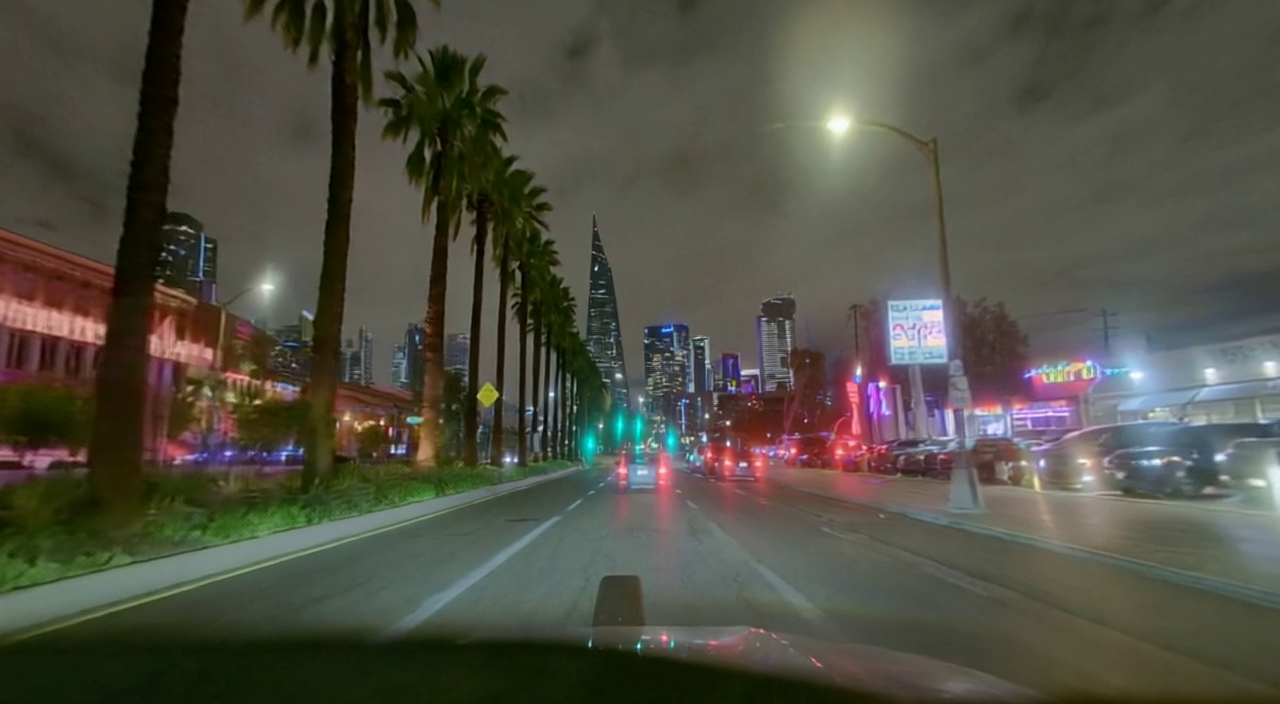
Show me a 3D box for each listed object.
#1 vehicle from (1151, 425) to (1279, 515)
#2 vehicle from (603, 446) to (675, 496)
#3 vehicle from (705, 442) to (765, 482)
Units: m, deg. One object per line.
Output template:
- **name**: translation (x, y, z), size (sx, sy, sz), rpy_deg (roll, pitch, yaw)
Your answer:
- **vehicle**: translation (12.668, 2.190, 11.946), size (3.929, 1.508, 2.326), rpy_deg (0, -9, -2)
- **vehicle**: translation (0.008, 4.006, 21.543), size (2.235, 1.528, 3.876), rpy_deg (0, -8, 1)
- **vehicle**: translation (4.470, 5.253, 30.408), size (2.136, 1.774, 4.778), rpy_deg (0, -8, 0)
